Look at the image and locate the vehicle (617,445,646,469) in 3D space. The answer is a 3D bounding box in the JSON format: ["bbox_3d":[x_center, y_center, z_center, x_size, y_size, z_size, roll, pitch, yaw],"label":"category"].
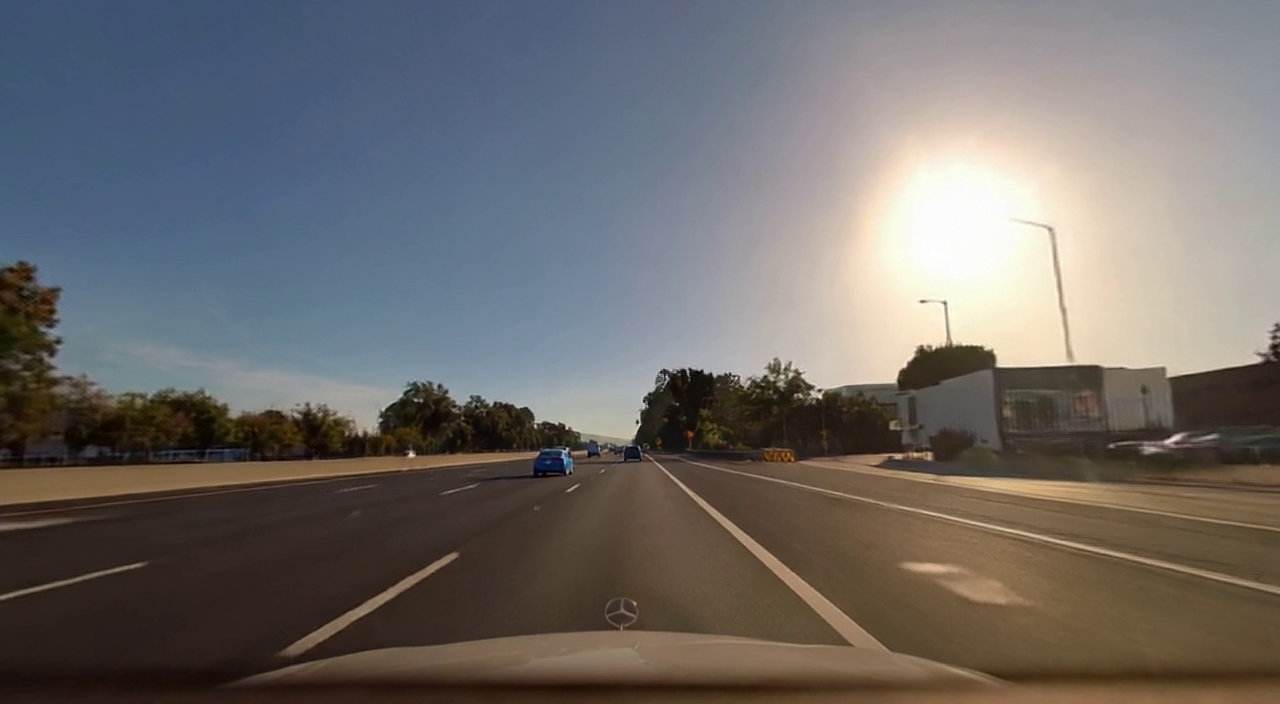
[{"bbox_3d":[-0.607,7.908,47.501,2.102,1.692,4.057,0,-9,1],"label":"vehicle"}]

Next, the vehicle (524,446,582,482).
[{"bbox_3d":[-4.034,5.292,29.959,2.071,1.553,4.388,0,-9,1],"label":"vehicle"}]
